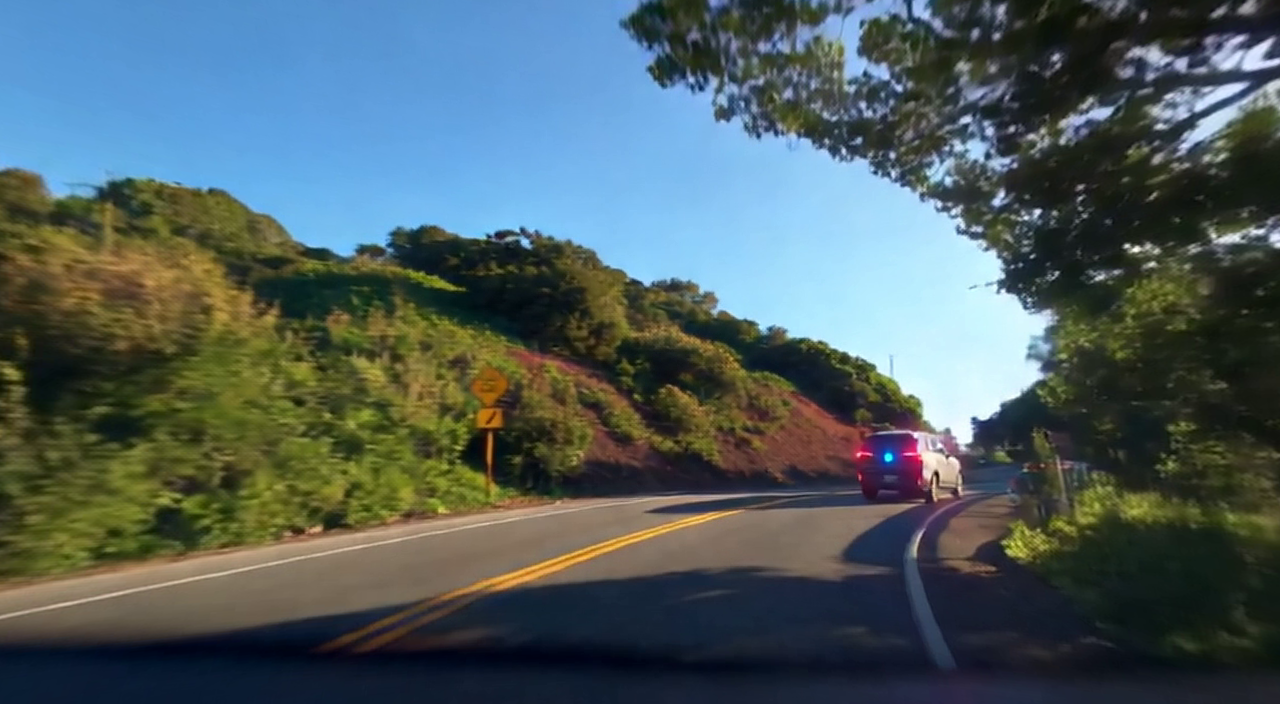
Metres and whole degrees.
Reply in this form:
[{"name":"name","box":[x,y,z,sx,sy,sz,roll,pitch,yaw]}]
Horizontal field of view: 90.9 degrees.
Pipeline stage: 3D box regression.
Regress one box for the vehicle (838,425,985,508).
[{"name":"vehicle","box":[8.005,3.202,18.193,2.500,1.961,5.637,-6,-11,37]}]
